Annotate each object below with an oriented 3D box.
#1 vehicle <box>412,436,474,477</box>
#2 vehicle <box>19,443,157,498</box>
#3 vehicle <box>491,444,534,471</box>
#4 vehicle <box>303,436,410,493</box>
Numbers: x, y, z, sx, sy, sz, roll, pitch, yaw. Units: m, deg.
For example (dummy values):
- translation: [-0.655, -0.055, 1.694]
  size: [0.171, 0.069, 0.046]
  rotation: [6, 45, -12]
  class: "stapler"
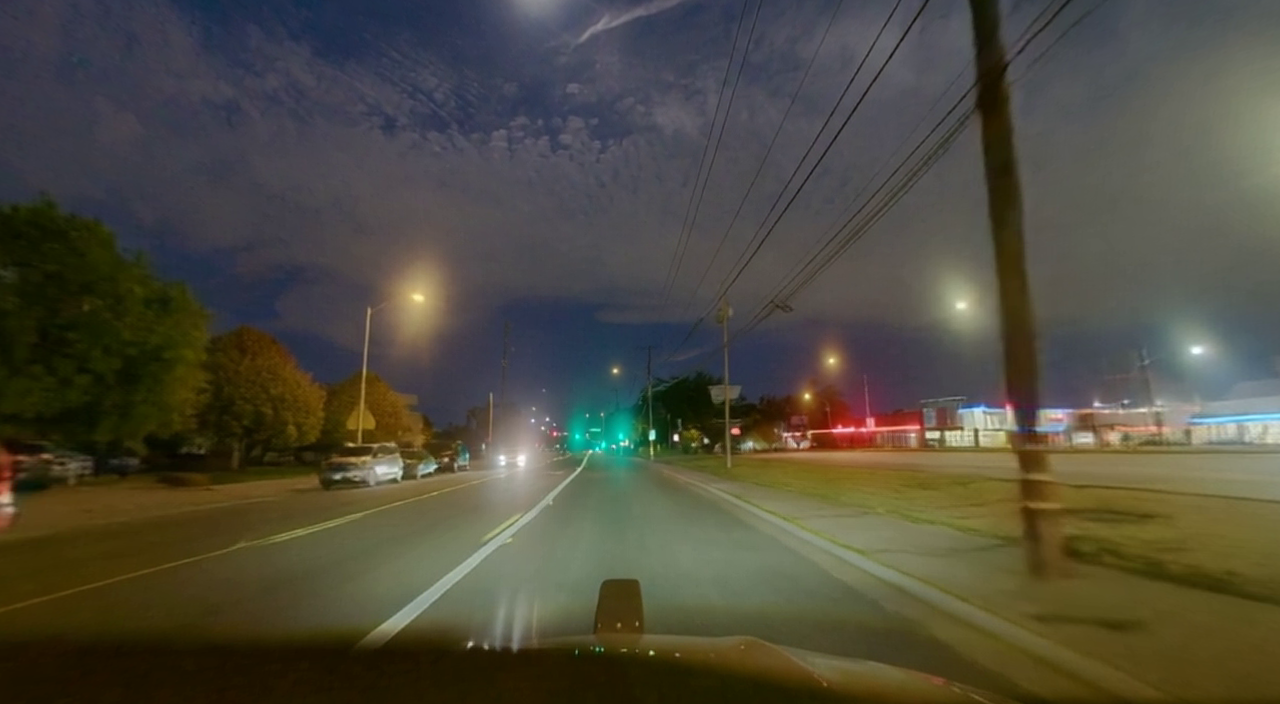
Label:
- translation: [-11.182, 5.992, 36.298]
  size: [2.210, 2.025, 5.665]
  rotation: [-2, -9, -5]
  class: "vehicle"
- translation: [-17.924, 3.869, 20.812]
  size: [1.985, 1.455, 4.636]
  rotation: [0, -10, -23]
  class: "vehicle"
- translation: [-7.677, 6.395, 38.384]
  size: [1.849, 1.512, 4.302]
  rotation: [0, -9, -2]
  class: "vehicle"
- translation: [-10.427, 4.149, 23.734]
  size: [2.016, 1.872, 5.297]
  rotation: [1, -9, -6]
  class: "vehicle"
